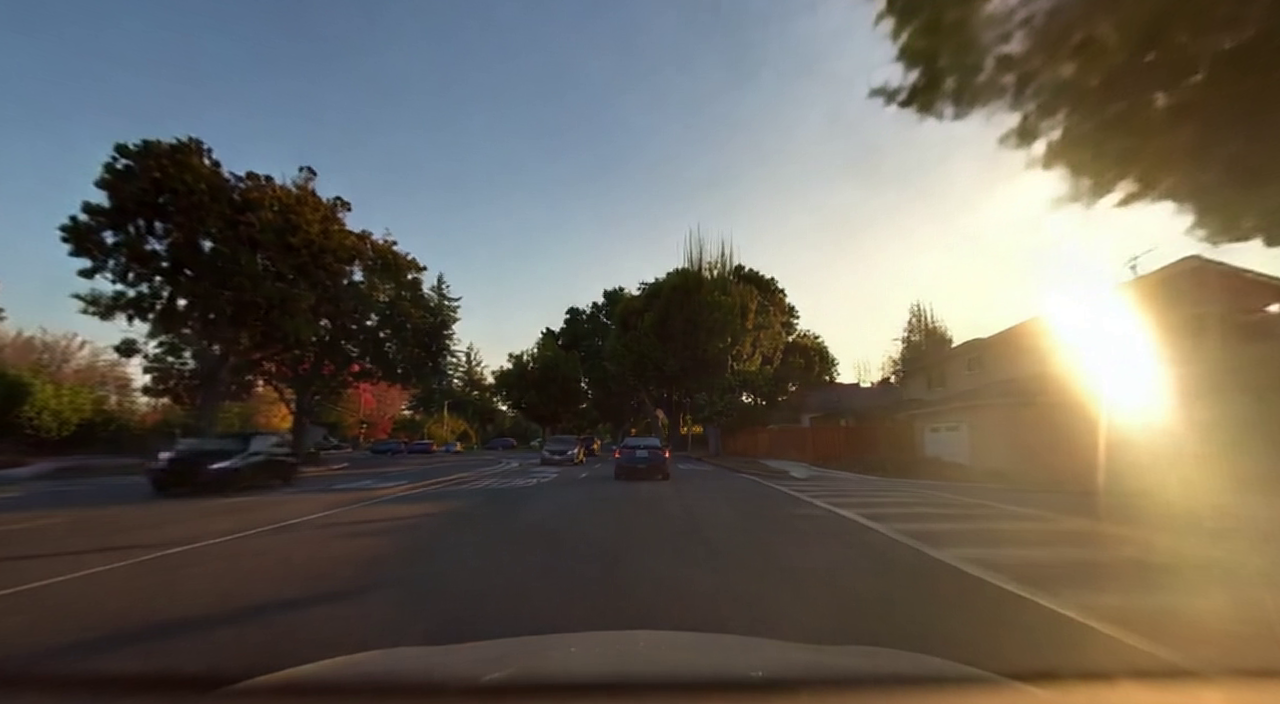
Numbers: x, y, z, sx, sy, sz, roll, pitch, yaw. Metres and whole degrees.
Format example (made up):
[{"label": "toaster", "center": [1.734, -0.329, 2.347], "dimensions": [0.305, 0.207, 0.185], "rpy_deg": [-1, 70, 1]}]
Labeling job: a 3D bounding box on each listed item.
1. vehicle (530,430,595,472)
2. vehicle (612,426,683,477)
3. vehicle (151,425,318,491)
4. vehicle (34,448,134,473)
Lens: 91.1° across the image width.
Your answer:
[{"label": "vehicle", "center": [-3.336, 4.321, 27.936], "dimensions": [2.067, 1.546, 4.988], "rpy_deg": [2, -6, 2]}, {"label": "vehicle", "center": [0.249, 3.526, 22.566], "dimensions": [2.290, 1.653, 4.127], "rpy_deg": [0, -8, 0]}, {"label": "vehicle", "center": [-11.528, 3.011, 18.299], "dimensions": [2.103, 1.679, 4.199], "rpy_deg": [0, -7, -1]}, {"label": "vehicle", "center": [-39.023, 7.615, 44.227], "dimensions": [4.724, 1.597, 2.191], "rpy_deg": [4, -8, -26]}]
